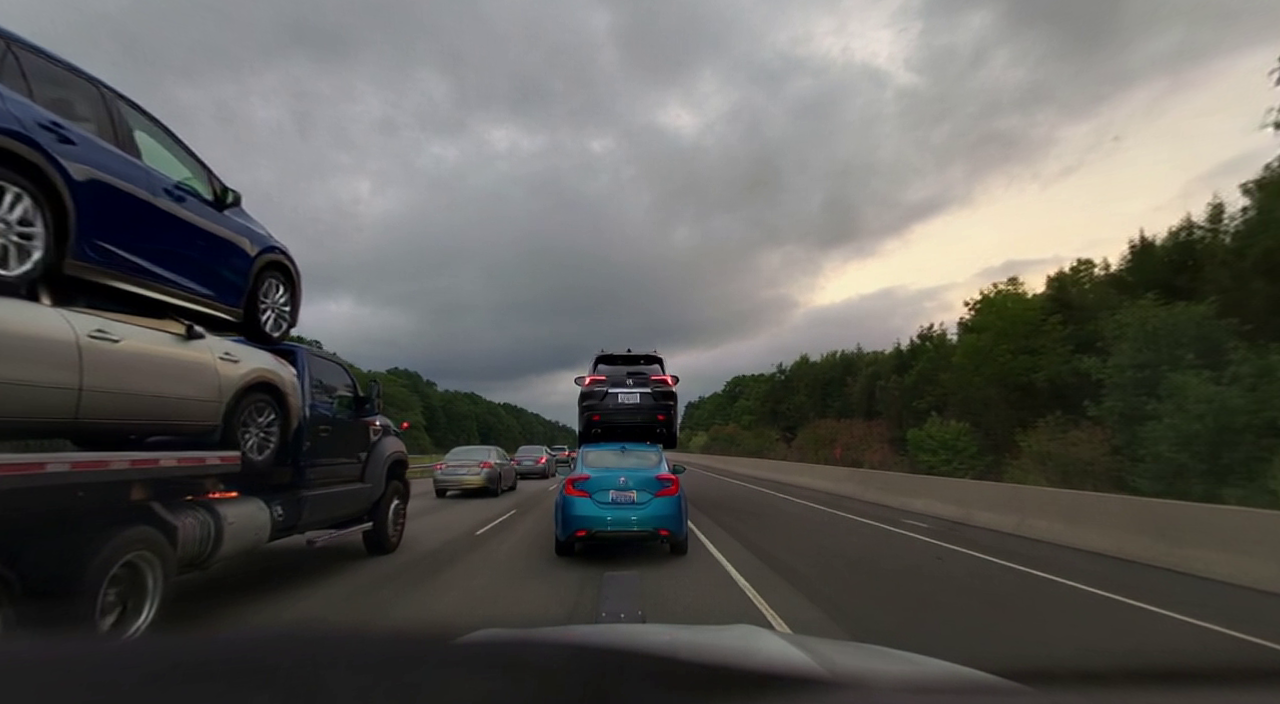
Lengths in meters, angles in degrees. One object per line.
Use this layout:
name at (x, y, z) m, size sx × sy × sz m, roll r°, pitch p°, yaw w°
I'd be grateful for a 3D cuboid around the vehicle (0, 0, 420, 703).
vehicle at (-4.584, 0.348, 5.822) m, size 2.963 × 3.836 × 6.016 m, roll 0°, pitch -9°, yaw -1°

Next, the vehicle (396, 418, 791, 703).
vehicle at (-0.273, 1.363, 4.961) m, size 1.991 × 1.507 × 3.391 m, roll 0°, pitch -9°, yaw -1°
